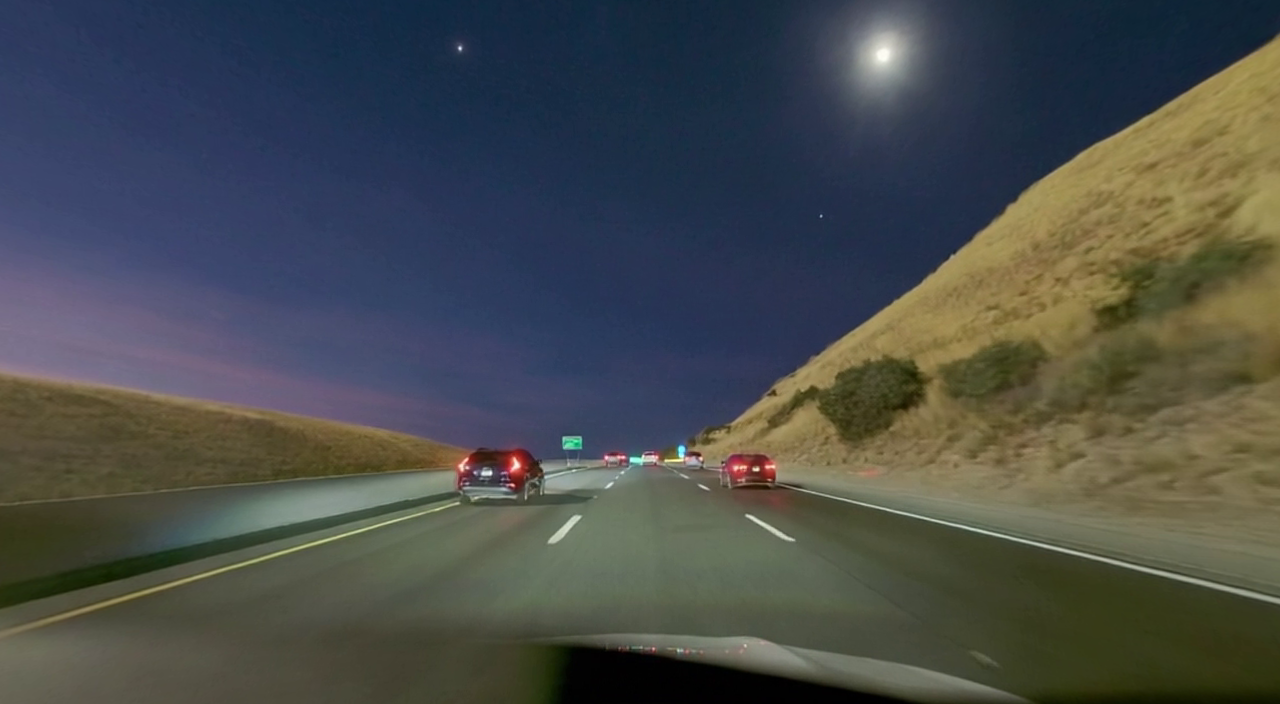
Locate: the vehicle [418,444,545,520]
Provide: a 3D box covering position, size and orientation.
[{"bbox_3d":[-3.534,2.925,14.834,1.910,1.521,3.930,0,-8,1],"label":"vehicle"}]

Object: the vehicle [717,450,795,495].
[{"bbox_3d":[3.881,4.081,21.685,1.976,1.352,3.602,0,-8,-1],"label":"vehicle"}]
